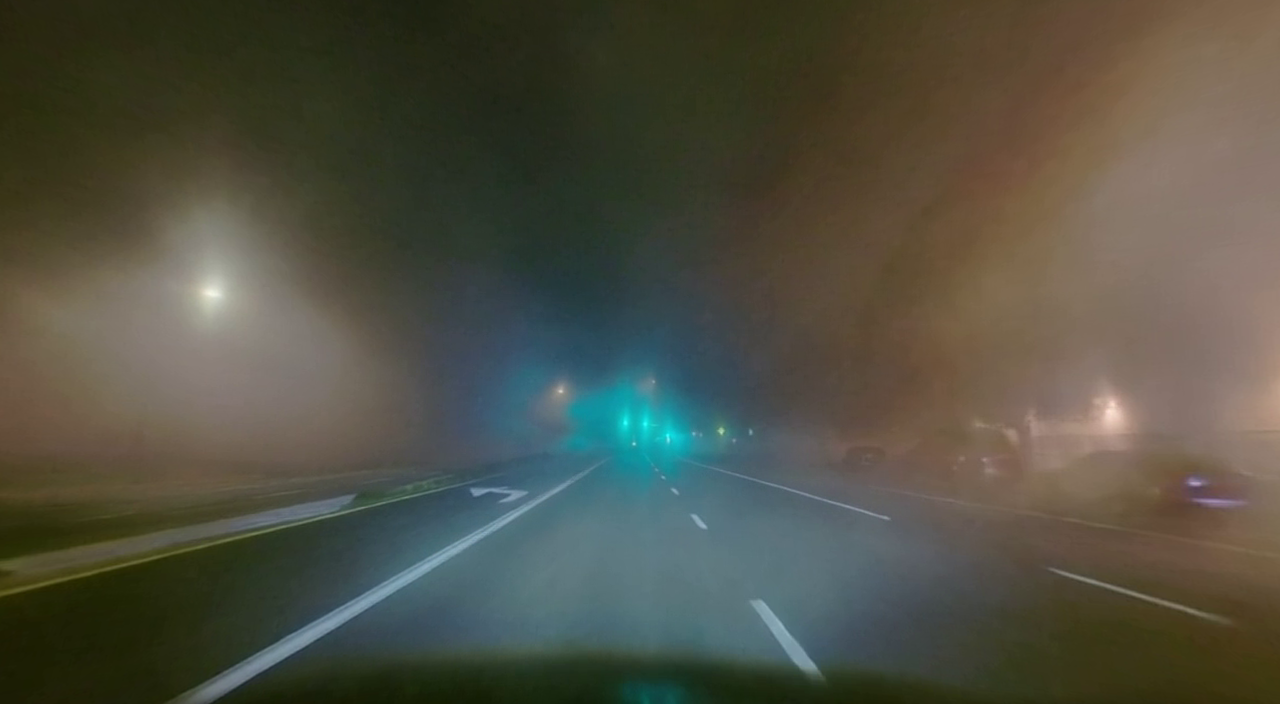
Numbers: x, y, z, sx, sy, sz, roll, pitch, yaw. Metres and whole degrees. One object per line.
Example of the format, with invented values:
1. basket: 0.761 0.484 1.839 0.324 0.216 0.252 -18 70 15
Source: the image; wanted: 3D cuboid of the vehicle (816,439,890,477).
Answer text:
1. vehicle: 10.107 5.052 30.368 2.044 1.705 4.668 0 -9 1
